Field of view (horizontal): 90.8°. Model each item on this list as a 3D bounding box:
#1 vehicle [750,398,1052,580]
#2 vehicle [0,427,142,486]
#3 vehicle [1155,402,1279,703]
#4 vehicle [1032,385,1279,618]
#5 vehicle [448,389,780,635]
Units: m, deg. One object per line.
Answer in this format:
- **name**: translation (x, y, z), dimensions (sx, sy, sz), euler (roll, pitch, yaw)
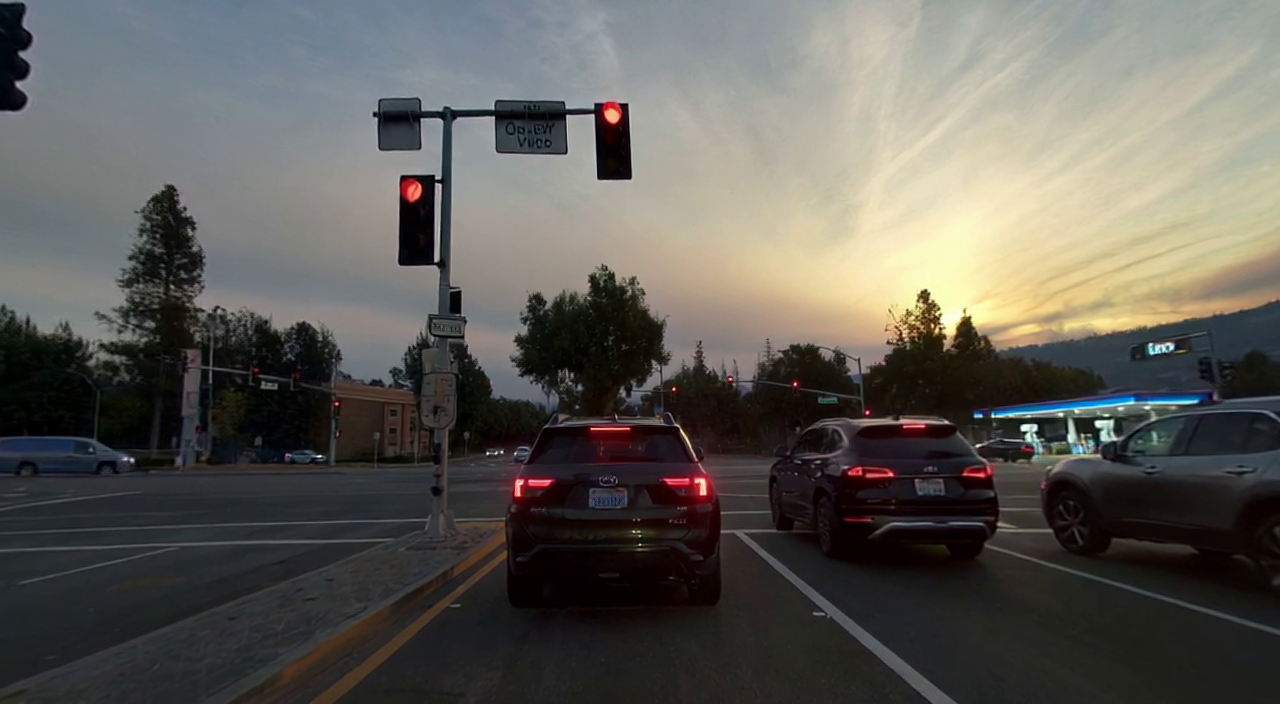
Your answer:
- **vehicle**: translation (2.986, 1.681, 8.545), dimensions (2.060, 1.783, 4.411), euler (0, -9, -2)
- **vehicle**: translation (-28.967, 5.150, 31.219), dimensions (6.772, 2.769, 2.305), euler (-1, -9, 3)
- **vehicle**: translation (3.073, 0.621, 0.205), dimensions (1.965, 1.460, 4.581), euler (0, -9, 1)
- **vehicle**: translation (6.132, 1.348, 6.035), dimensions (1.901, 1.870, 4.393), euler (0, -9, 0)
- **vehicle**: translation (-0.193, 1.481, 6.879), dimensions (2.351, 1.733, 4.616), euler (0, -9, 0)
